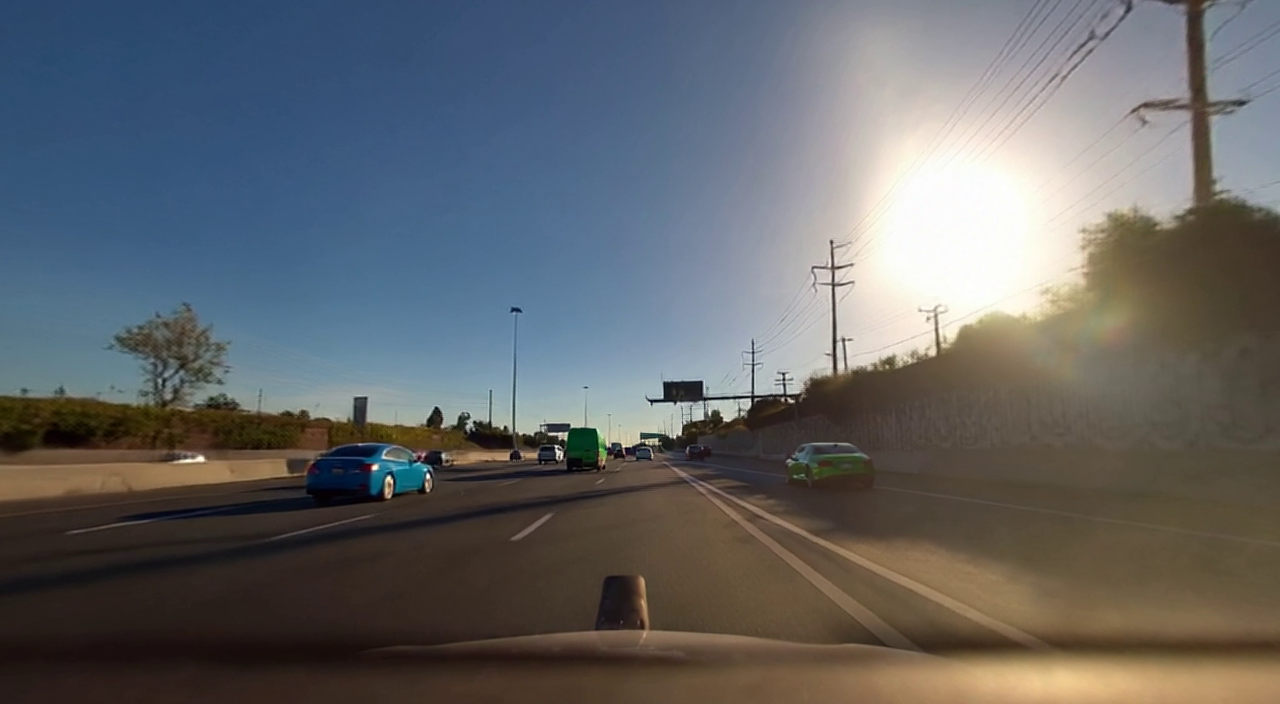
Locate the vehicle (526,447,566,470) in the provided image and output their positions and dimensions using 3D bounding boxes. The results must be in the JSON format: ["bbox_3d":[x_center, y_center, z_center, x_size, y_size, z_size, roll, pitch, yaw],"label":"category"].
[{"bbox_3d":[-6.440,7.308,43.564,1.944,1.490,4.442,0,-9,1],"label":"vehicle"}]

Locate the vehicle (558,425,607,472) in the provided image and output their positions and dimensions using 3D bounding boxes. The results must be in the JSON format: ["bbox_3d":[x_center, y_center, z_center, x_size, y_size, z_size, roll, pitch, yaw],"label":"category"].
[{"bbox_3d":[-3.444,5.984,39.112,2.395,2.660,5.827,0,-9,1],"label":"vehicle"}]

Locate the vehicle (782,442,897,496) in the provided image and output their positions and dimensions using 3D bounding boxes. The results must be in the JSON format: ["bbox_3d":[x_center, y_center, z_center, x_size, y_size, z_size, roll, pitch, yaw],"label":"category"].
[{"bbox_3d":[6.052,3.584,19.715,2.052,1.470,4.364,0,-9,-1],"label":"vehicle"}]

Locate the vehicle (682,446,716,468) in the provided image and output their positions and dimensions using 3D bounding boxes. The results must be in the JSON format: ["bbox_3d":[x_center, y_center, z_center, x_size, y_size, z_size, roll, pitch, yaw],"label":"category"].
[{"bbox_3d":[4.416,7.926,47.726,2.095,1.504,4.536,0,-9,-1],"label":"vehicle"}]

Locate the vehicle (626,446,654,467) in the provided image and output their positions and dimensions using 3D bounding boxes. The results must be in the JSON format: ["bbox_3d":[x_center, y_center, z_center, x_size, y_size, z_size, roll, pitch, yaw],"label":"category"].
[{"bbox_3d":[-0.037,8.167,49.332,2.084,1.492,4.137,0,-9,0],"label":"vehicle"}]

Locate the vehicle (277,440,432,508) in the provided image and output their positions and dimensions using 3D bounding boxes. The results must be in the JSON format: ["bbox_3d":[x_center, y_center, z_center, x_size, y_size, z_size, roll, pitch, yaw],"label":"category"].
[{"bbox_3d":[-7.218,3.106,16.540,1.967,1.525,4.458,0,-9,0],"label":"vehicle"}]
